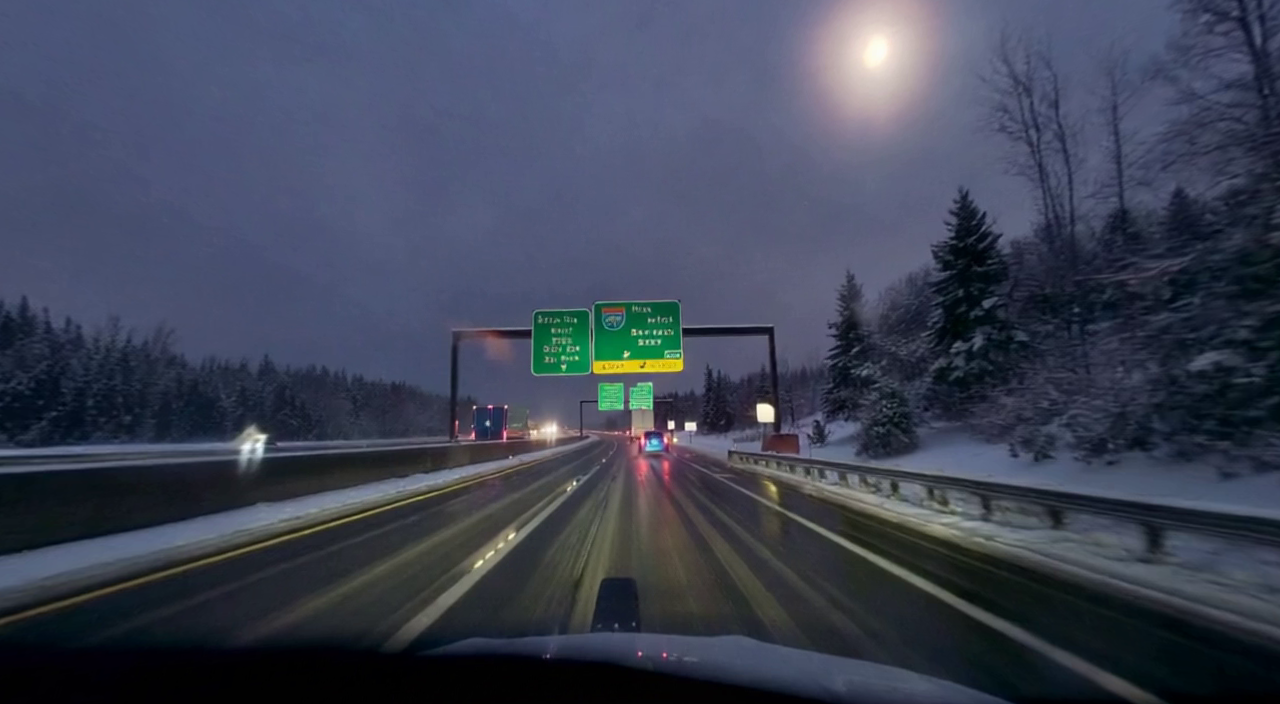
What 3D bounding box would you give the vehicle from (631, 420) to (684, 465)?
[{"bbox_3d":[0.705,4.129,28.915,2.076,1.914,4.287,0,-8,-3],"label":"vehicle"}]
